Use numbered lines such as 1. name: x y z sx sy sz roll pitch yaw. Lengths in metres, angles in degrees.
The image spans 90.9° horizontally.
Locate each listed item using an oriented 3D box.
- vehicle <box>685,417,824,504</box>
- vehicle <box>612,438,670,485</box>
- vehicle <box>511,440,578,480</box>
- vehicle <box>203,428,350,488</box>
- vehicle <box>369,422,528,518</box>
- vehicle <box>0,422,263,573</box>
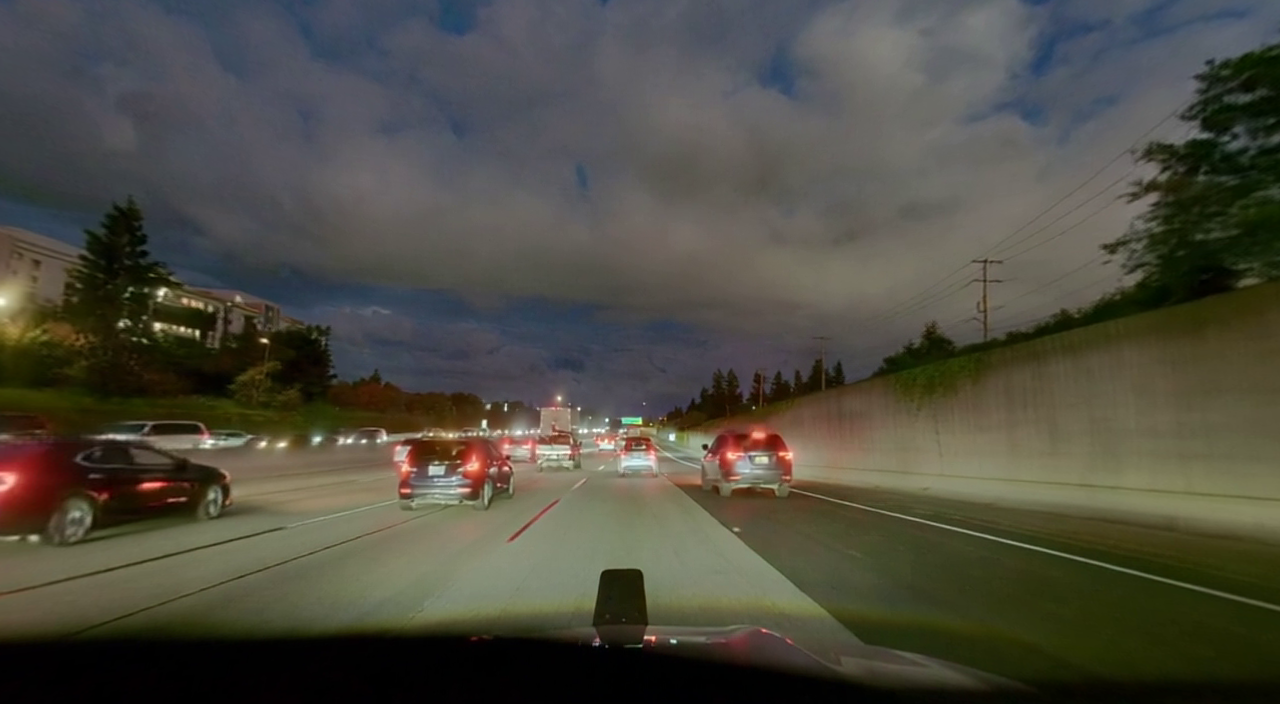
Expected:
1. vehicle: 3.028 3.086 18.437 2.793 2.132 5.682 0 -8 -2
2. vehicle: 0.049 4.199 24.526 2.092 1.671 3.889 0 -8 1
3. vehicle: -3.889 4.481 26.549 2.049 1.530 4.707 0 -8 1
4. vehicle: -11.244 3.301 19.984 1.897 1.655 4.543 0 -8 1
5. vehicle: -3.903 2.484 13.822 2.026 1.719 4.490 0 -8 0
6. vehicle: -7.491 1.773 8.402 1.985 1.529 4.710 0 -8 1
